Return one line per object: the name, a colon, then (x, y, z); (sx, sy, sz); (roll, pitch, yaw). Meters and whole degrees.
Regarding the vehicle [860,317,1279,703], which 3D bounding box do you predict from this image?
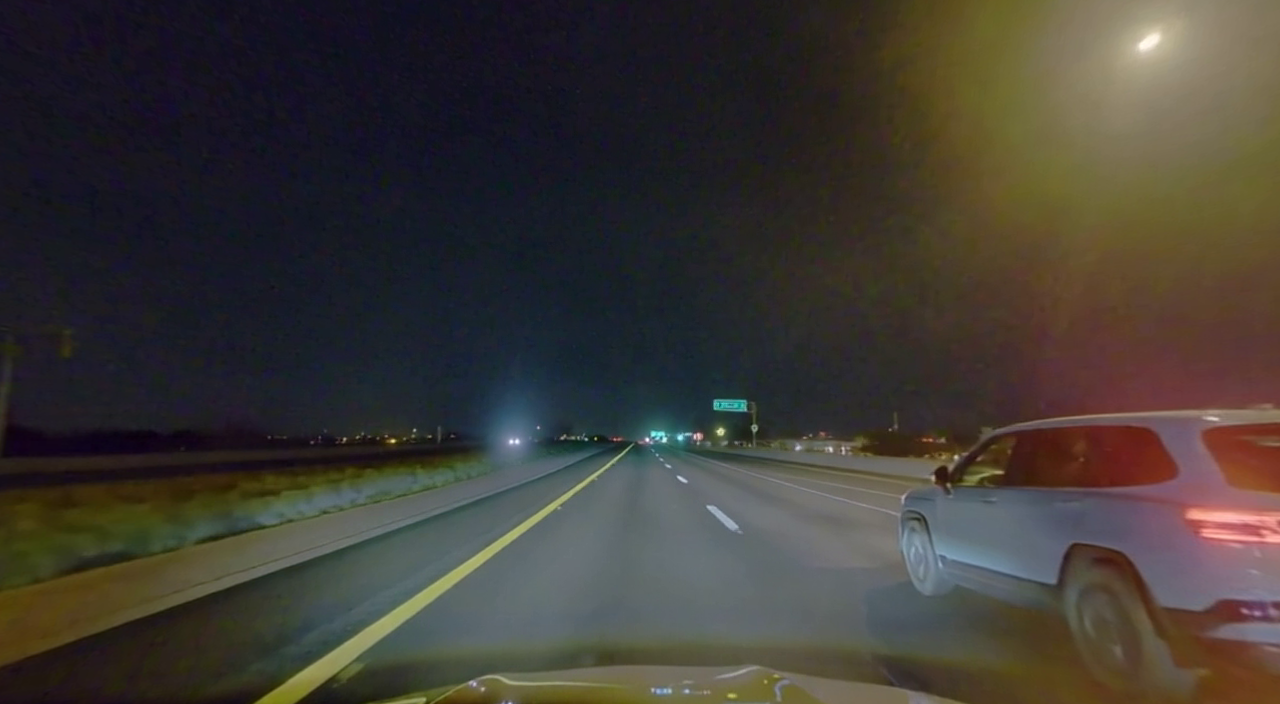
vehicle: (3.206, 1.027, 4.103); (2.059, 1.715, 4.192); (0, -8, 1)
